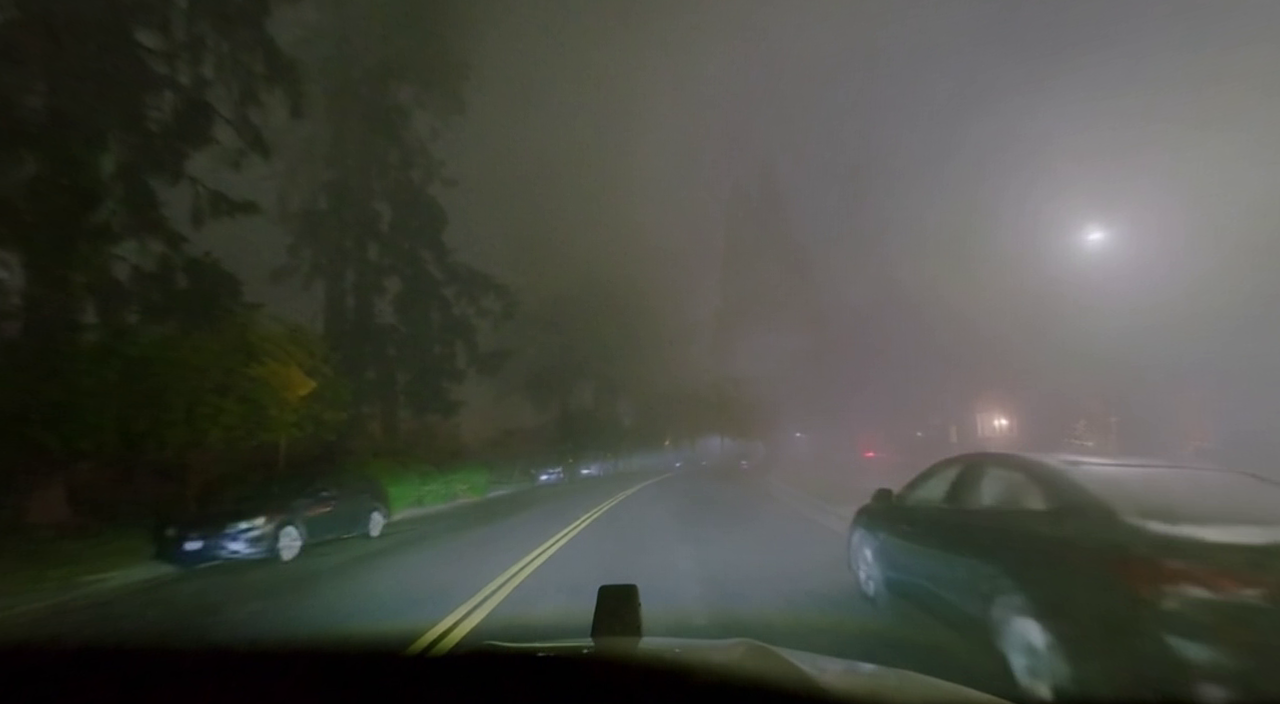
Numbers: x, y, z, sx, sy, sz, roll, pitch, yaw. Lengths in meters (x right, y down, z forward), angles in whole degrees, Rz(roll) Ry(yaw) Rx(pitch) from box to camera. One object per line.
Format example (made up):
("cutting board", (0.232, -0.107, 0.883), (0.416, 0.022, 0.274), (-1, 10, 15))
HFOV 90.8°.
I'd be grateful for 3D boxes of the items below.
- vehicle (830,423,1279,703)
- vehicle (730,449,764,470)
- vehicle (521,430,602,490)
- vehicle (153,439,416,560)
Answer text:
("vehicle", (2.871, 1.272, 4.095), (1.972, 1.460, 4.137), (-1, -9, 0))
("vehicle", (7.887, 7.860, 46.204), (1.948, 1.408, 4.345), (-3, -9, 16))
("vehicle", (-3.676, 5.396, 30.774), (2.334, 2.126, 6.444), (-6, -16, 6))
("vehicle", (-5.665, 2.582, 10.870), (2.005, 1.557, 4.172), (-3, -15, 1))
